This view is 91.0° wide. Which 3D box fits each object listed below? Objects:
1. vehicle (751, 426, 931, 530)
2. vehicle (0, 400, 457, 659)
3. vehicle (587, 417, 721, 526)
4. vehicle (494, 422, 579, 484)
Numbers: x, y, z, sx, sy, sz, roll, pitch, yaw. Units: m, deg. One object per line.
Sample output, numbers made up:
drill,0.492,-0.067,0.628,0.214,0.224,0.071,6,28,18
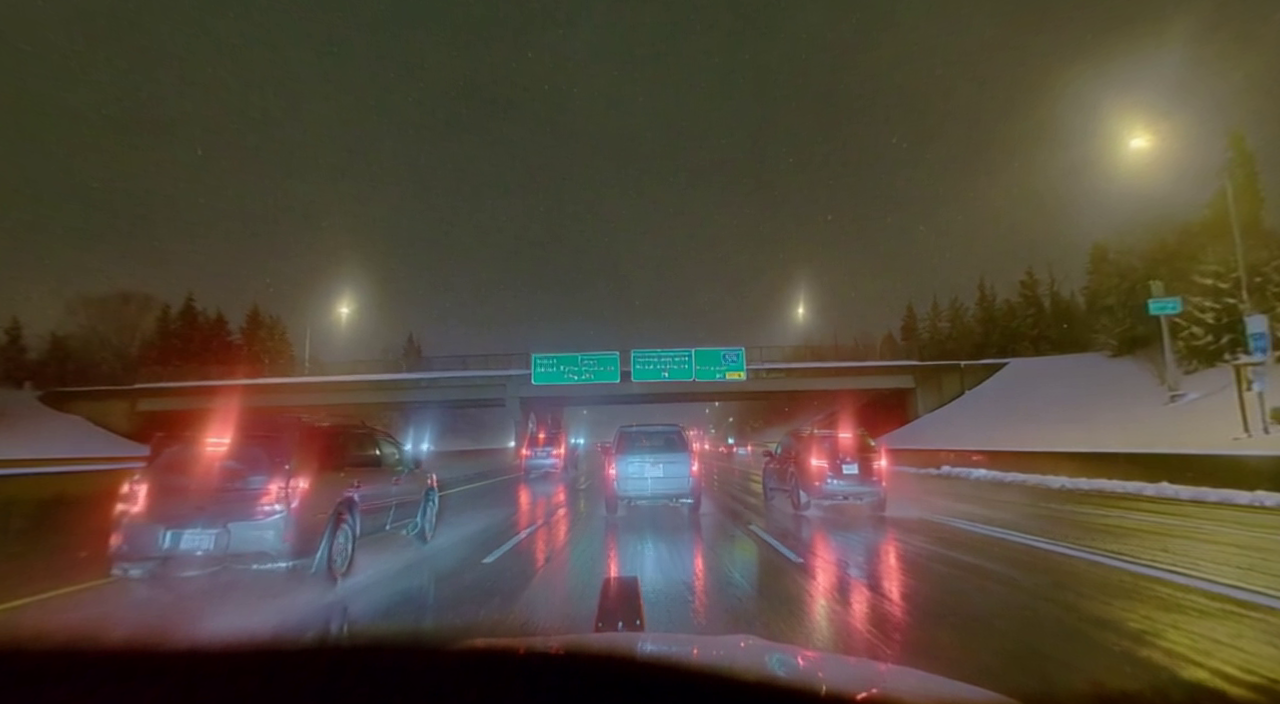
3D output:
vehicle,3.642,2.378,12.475,2.022,1.633,4.651,0,-9,0
vehicle,-3.600,1.454,6.343,2.014,1.579,4.761,0,-9,1
vehicle,0.238,2.274,12.439,2.181,1.756,4.167,0,-9,0
vehicle,-3.891,3.961,24.915,2.212,2.101,6.052,0,-9,1
